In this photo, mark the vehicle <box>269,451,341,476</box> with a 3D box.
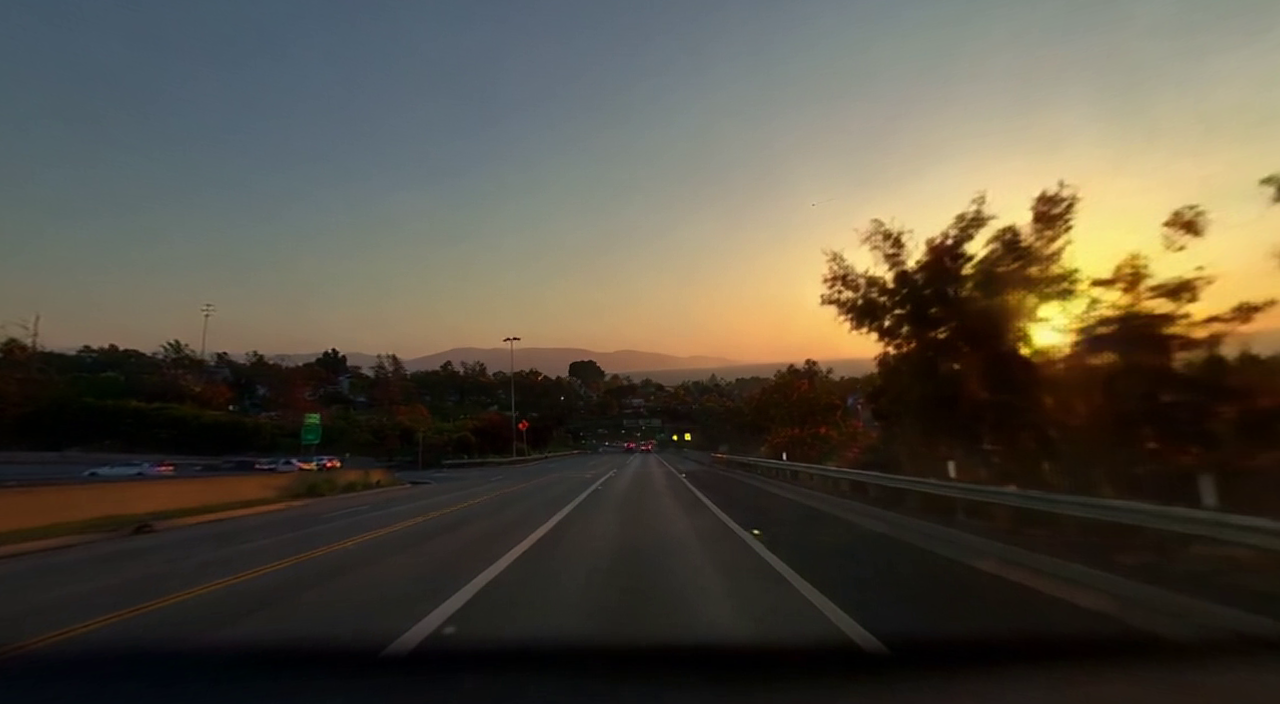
[{"bbox_3d":[-25.786,8.599,48.645,4.495,1.641,1.966,-3,-9,3],"label":"vehicle"}]

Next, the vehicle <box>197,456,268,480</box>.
[{"bbox_3d":[-31.556,8.969,48.871,4.260,1.498,1.850,-3,-8,-1],"label":"vehicle"}]
